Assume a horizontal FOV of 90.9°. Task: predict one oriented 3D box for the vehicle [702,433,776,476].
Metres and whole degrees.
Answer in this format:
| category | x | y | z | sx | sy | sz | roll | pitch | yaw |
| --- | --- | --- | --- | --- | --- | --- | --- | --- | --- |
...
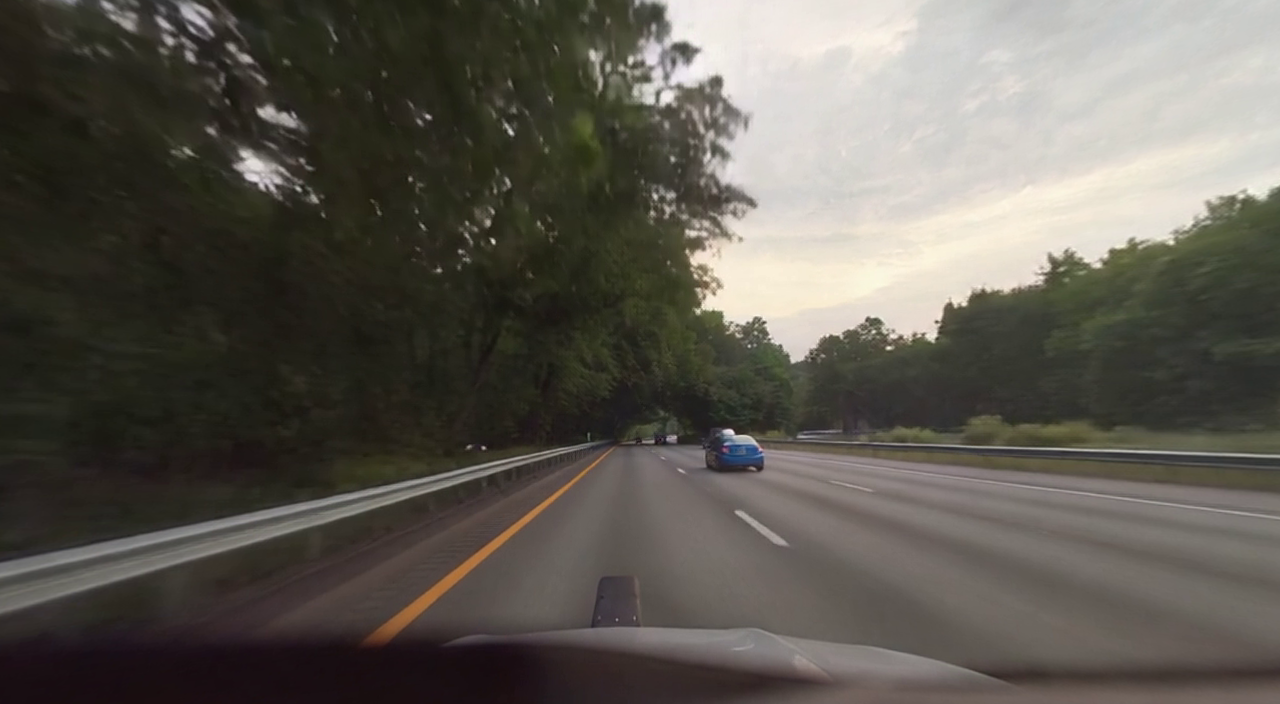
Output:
| category | x | y | z | sx | sy | sz | roll | pitch | yaw |
| --- | --- | --- | --- | --- | --- | --- | --- | --- | --- |
| vehicle | 3.725 | 3.947 | 24.531 | 2.017 | 1.502 | 4.369 | 0 | -8 | -2 |
